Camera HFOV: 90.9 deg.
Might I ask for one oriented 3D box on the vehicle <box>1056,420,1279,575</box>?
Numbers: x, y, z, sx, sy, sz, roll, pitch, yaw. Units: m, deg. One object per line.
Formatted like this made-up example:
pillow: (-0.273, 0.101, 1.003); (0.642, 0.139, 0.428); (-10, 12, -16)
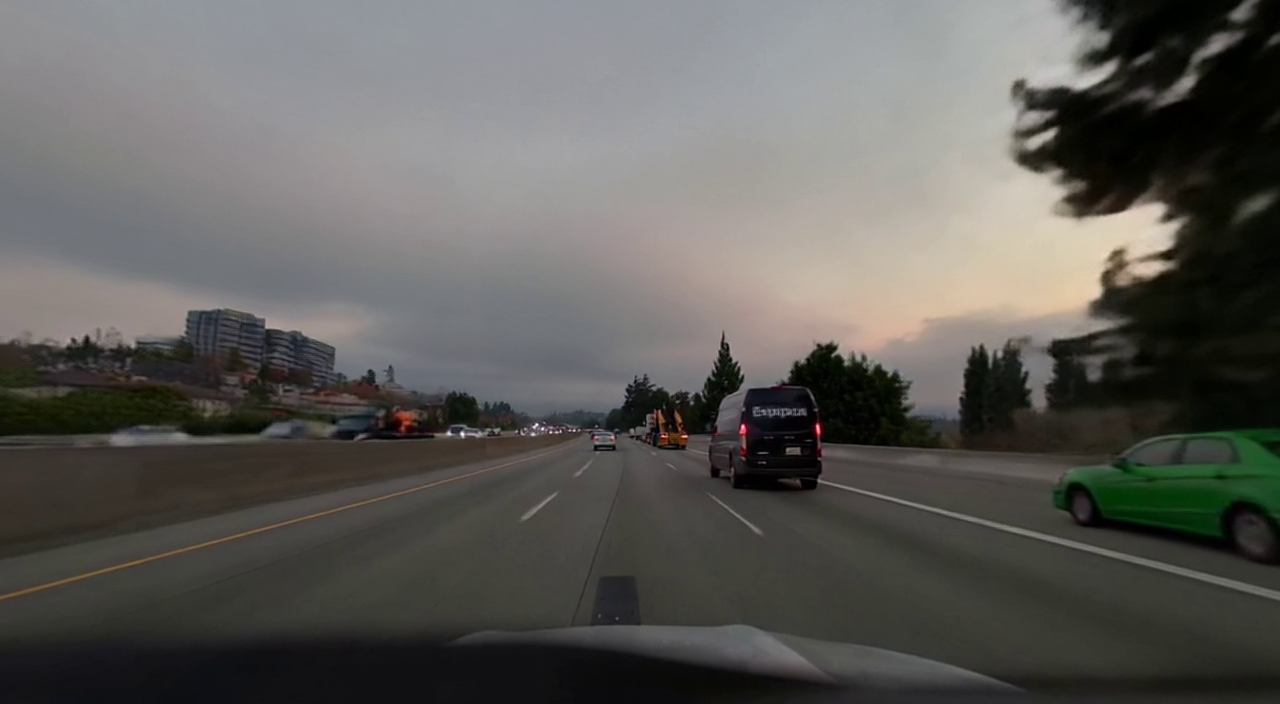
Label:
vehicle: (7.153, 1.516, 6.913); (1.925, 1.490, 4.631); (0, -8, -1)

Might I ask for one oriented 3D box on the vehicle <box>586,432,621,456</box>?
vehicle: (-2.405, 6.103, 42.143); (2.217, 1.502, 4.222); (0, -8, -2)

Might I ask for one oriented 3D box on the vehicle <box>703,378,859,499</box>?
vehicle: (3.231, 2.185, 16.122); (2.386, 2.509, 5.880); (0, -8, -2)

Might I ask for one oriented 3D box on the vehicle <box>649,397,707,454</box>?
vehicle: (2.598, 5.524, 46.726); (2.912, 3.738, 10.123); (0, -8, -5)

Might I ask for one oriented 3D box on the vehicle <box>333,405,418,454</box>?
vehicle: (-15.305, 4.572, 36.919); (2.541, 2.610, 5.735); (0, -8, -1)

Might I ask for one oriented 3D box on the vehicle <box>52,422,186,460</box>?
vehicle: (-21.634, 3.721, 26.435); (1.804, 1.442, 4.543); (0, -8, -1)

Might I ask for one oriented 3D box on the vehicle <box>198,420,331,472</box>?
vehicle: (-11.672, 2.947, 19.933); (1.781, 1.459, 4.003); (0, -8, -1)
